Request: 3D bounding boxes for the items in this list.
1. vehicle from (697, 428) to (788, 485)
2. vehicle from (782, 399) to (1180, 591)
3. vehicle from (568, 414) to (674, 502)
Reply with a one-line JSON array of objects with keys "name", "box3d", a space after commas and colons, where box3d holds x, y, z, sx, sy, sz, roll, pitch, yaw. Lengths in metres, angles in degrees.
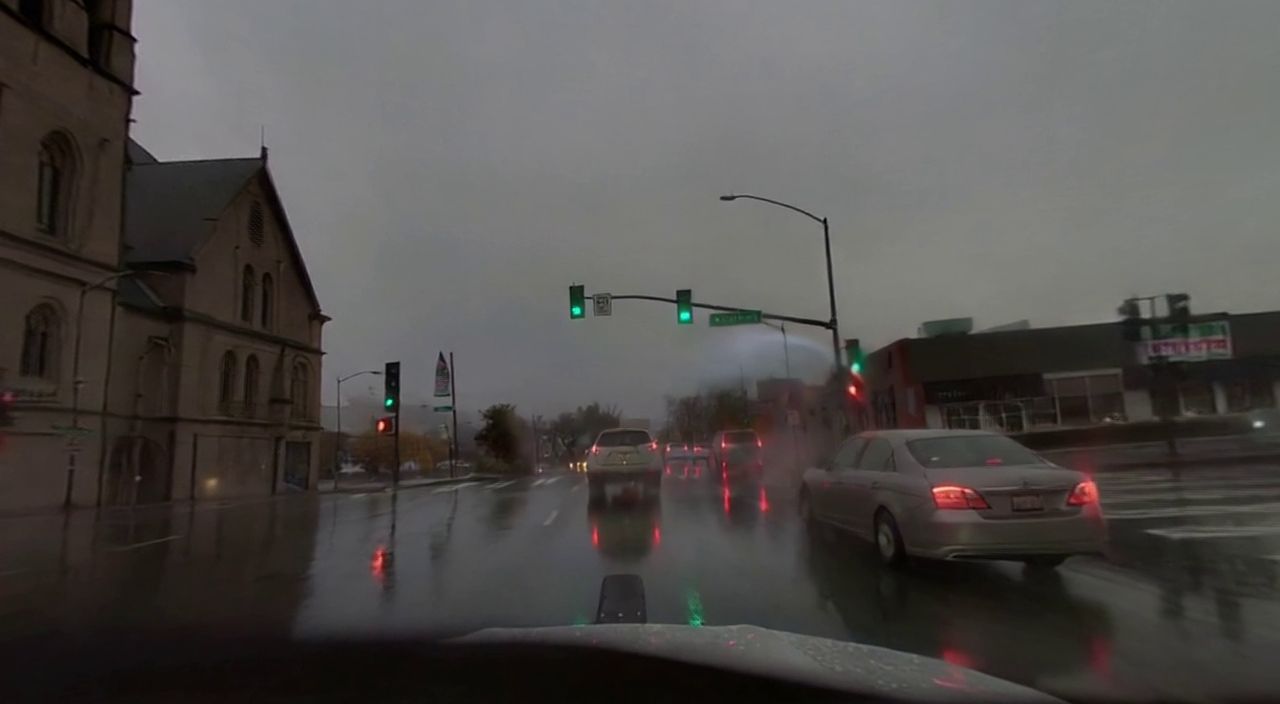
[{"name": "vehicle", "box3d": [2.910, 3.108, 18.944, 1.890, 1.491, 4.166, 0, -9, -2]}, {"name": "vehicle", "box3d": [3.190, 1.457, 7.230, 1.883, 1.472, 4.471, 0, -9, -3]}, {"name": "vehicle", "box3d": [-0.476, 2.492, 15.105, 2.168, 1.776, 4.135, 0, -9, -2]}]
